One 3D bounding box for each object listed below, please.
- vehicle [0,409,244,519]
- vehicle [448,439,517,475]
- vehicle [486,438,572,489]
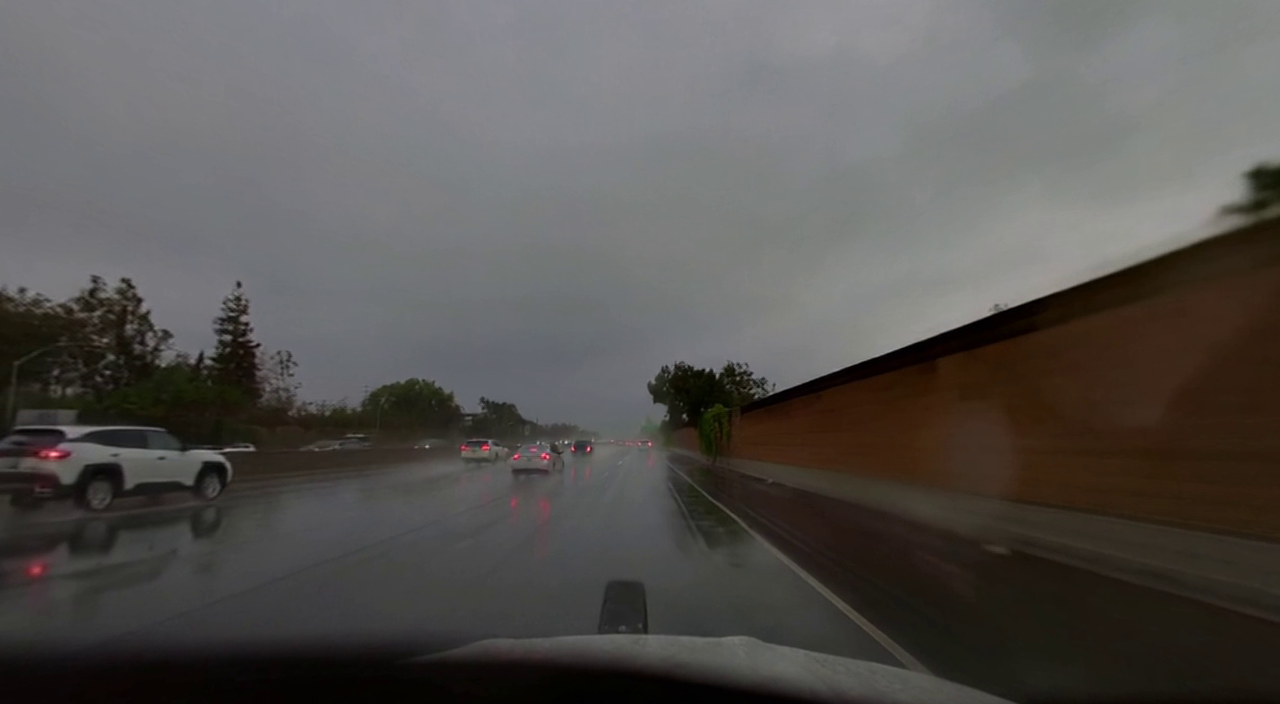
[{"bbox_3d":[-11.147,2.247,13.211,2.207,1.834,5.255,0,-8,0],"label":"vehicle"},{"bbox_3d":[-7.059,4.747,28.616,1.942,1.502,4.216,0,-8,1],"label":"vehicle"},{"bbox_3d":[-3.581,3.684,21.223,1.945,1.484,4.803,0,-8,1],"label":"vehicle"}]
